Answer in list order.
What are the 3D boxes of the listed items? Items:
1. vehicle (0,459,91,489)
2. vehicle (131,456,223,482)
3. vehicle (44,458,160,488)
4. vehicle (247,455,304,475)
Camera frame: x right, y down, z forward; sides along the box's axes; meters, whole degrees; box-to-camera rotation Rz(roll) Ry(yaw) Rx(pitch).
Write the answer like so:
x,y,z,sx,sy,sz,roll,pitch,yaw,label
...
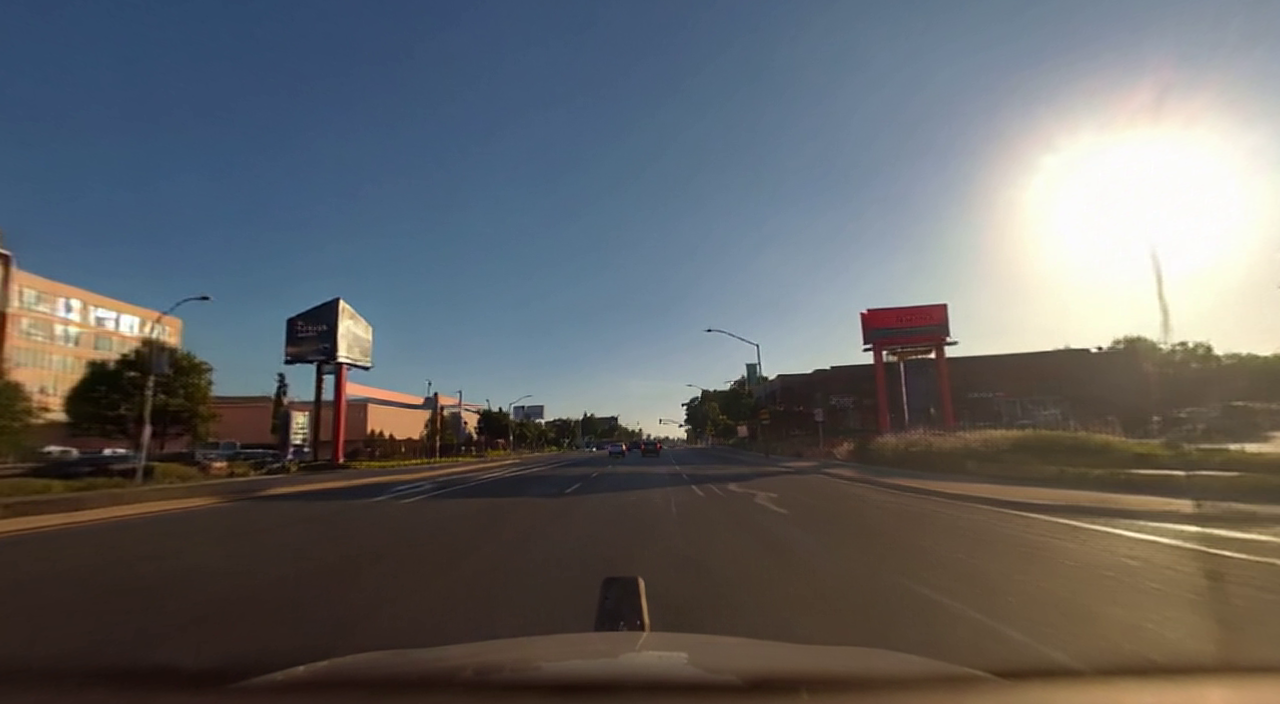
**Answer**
x,y,z,sx,sy,sz,roll,pitch,yaw,label
-31.826,6.447,33.581,1.815,1.401,3.775,-1,-9,2,vehicle
-29.276,7.391,40.191,1.960,1.478,4.949,-1,-9,3,vehicle
-29.319,6.597,34.700,1.920,1.442,4.998,-1,-9,2,vehicle
-28.692,8.888,49.913,1.882,1.401,4.476,0,-9,-1,vehicle
